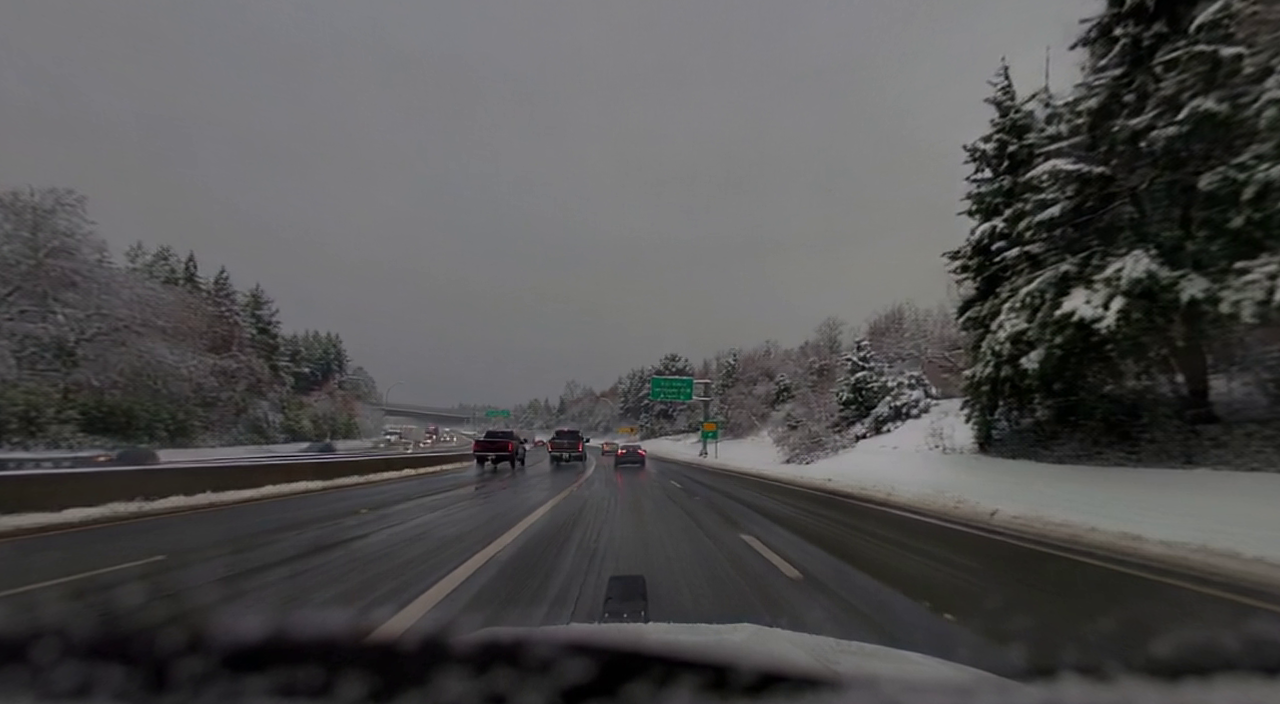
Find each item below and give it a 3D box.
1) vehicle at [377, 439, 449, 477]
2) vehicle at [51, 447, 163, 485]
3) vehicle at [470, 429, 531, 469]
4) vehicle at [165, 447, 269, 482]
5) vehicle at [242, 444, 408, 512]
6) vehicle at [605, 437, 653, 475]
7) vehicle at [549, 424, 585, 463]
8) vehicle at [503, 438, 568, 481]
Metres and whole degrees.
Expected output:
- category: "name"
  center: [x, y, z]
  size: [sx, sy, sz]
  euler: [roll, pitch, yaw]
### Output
- category: "vehicle"
  center: [-11.847, 5.527, 33.332]
  size: [2.079, 1.807, 5.187]
  euler: [0, -8, -2]
- category: "vehicle"
  center: [-23.501, 5.005, 28.000]
  size: [1.801, 1.504, 3.654]
  euler: [0, -8, -2]
- category: "vehicle"
  center: [-8.893, 6.277, 41.005]
  size: [2.773, 2.402, 6.232]
  euler: [0, -8, -3]
- category: "vehicle"
  center: [-20.047, 5.326, 30.203]
  size: [1.951, 1.471, 4.676]
  euler: [0, -8, -3]
- category: "vehicle"
  center: [-7.707, 3.080, 16.008]
  size: [1.896, 1.465, 4.399]
  euler: [0, -8, 1]
- category: "vehicle"
  center: [-0.560, 4.863, 29.680]
  size: [2.092, 1.671, 3.772]
  euler: [0, -8, -2]
- category: "vehicle"
  center: [-5.365, 6.831, 46.995]
  size: [2.279, 2.672, 5.256]
  euler: [0, -8, -2]
- category: "vehicle"
  center: [-4.201, 4.377, 26.015]
  size: [2.005, 1.631, 4.295]
  euler: [0, -8, -1]
